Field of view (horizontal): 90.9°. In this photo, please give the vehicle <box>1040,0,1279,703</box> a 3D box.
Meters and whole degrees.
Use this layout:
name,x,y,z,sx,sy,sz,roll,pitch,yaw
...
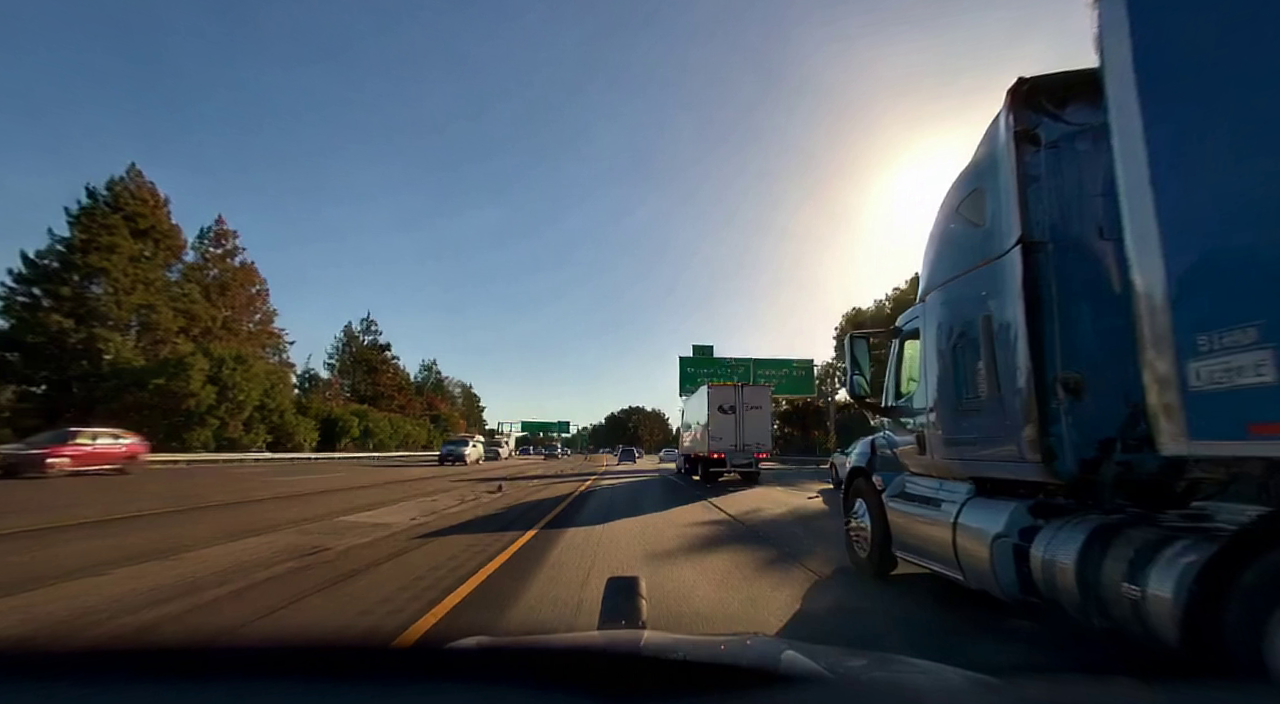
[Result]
name,x,y,z,sx,sy,sz,roll,pitch,yaw
vehicle,3.808,-0.285,0.301,2.998,3.843,6.178,0,-9,0

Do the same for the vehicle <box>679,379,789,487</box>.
name,x,y,z,sx,sy,sz,roll,pitch,yaw
vehicle,3.909,4.068,30.363,2.890,4.006,14.039,0,-9,-1

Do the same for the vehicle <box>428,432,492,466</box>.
name,x,y,z,sx,sy,sz,roll,pitch,yaw
vehicle,-9.042,4.938,32.037,2.011,1.632,4.371,0,-9,-1

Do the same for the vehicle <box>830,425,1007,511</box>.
name,x,y,z,sx,sy,sz,roll,pitch,yaw
vehicle,6.880,2.943,16.385,2.128,1.872,5.043,0,-9,-2

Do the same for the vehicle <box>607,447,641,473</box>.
name,x,y,z,sx,sy,sz,roll,pitch,yaw
vehicle,-1.073,7.102,41.703,2.111,1.599,3.859,0,-9,-2

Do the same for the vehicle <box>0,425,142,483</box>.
name,x,y,z,sx,sy,sz,roll,pitch,yaw
vehicle,-16.065,2.779,17.263,1.788,1.405,3.707,0,-9,-1
